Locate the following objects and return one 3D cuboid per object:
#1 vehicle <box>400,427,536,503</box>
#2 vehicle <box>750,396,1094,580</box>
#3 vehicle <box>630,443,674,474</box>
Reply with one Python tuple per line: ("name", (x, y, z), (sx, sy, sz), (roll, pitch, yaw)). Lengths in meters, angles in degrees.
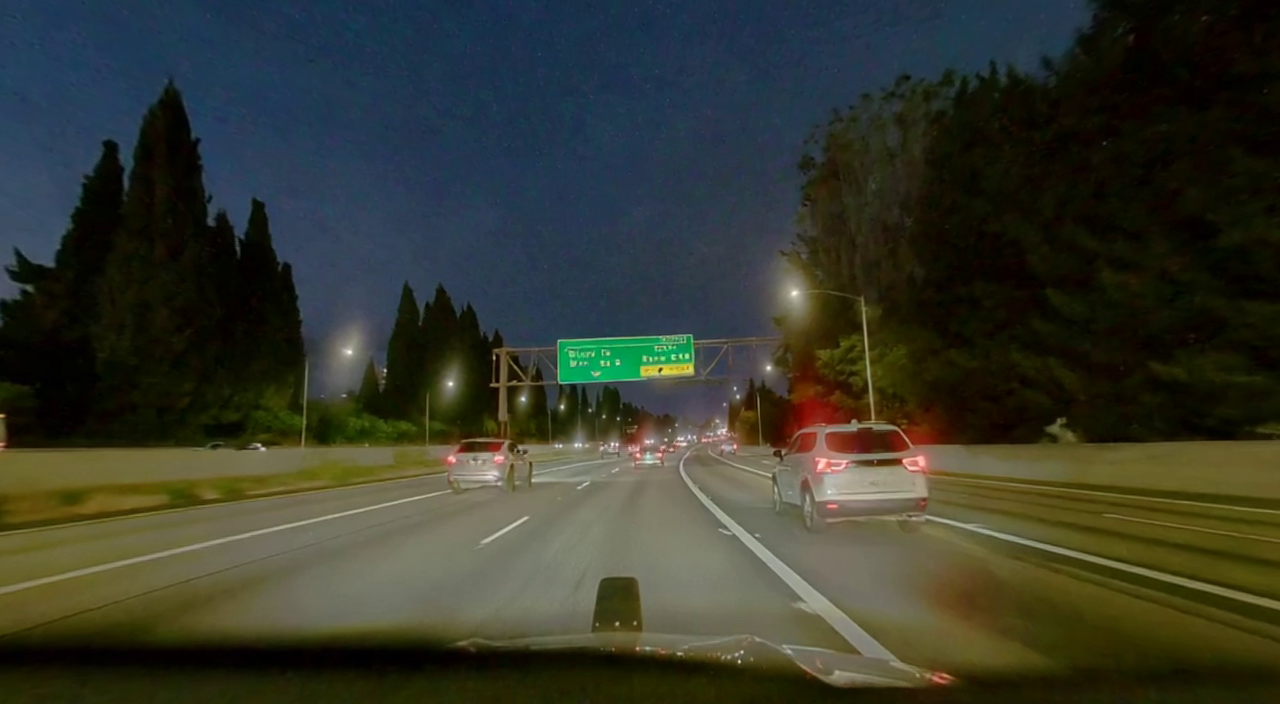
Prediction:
("vehicle", (-4.275, 2.884, 16.568), (2.260, 1.706, 4.177), (0, -8, 2))
("vehicle", (3.319, 1.757, 9.052), (2.463, 1.851, 5.122), (0, -8, -1))
("vehicle", (0.641, 5.524, 33.115), (2.146, 1.485, 4.332), (0, -8, 2))
